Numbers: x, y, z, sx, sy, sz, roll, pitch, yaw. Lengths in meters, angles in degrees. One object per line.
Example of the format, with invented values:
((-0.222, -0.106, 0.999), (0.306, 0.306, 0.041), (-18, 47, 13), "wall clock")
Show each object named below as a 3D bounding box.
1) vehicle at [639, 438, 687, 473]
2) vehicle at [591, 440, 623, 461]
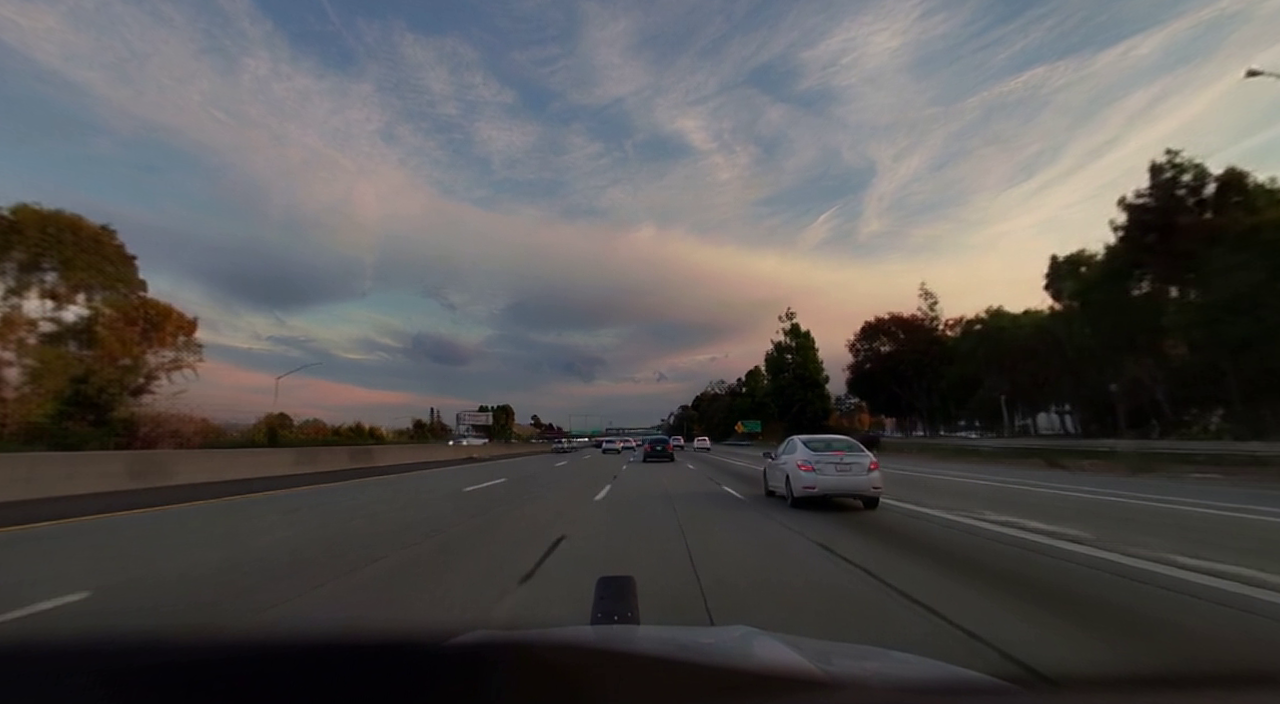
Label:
((1.084, 5.267, 32.440), (2.240, 1.646, 4.949), (0, -8, 0), "vehicle")
((-2.414, 7.376, 47.396), (2.103, 1.512, 4.155), (0, -8, 1), "vehicle")
